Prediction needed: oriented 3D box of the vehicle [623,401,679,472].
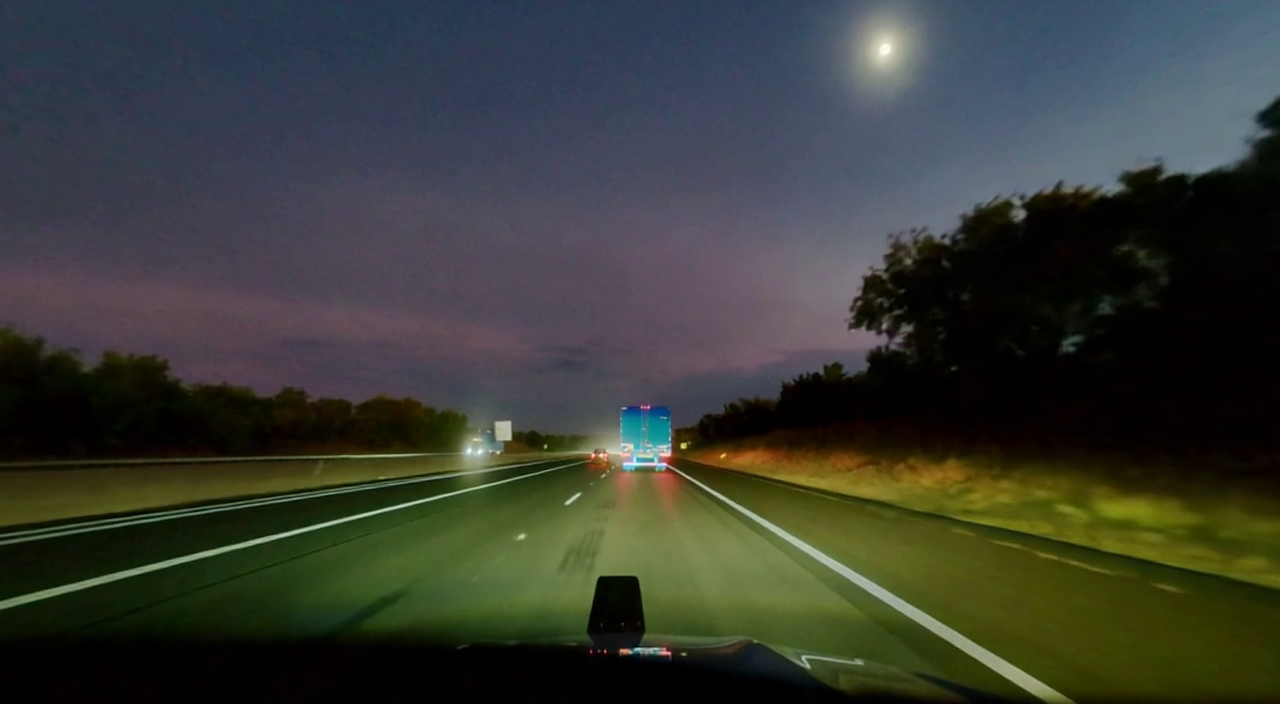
[{"bbox_3d":[0.476,5.611,41.010,3.055,4.009,10.972,0,-9,-2],"label":"vehicle"}]
